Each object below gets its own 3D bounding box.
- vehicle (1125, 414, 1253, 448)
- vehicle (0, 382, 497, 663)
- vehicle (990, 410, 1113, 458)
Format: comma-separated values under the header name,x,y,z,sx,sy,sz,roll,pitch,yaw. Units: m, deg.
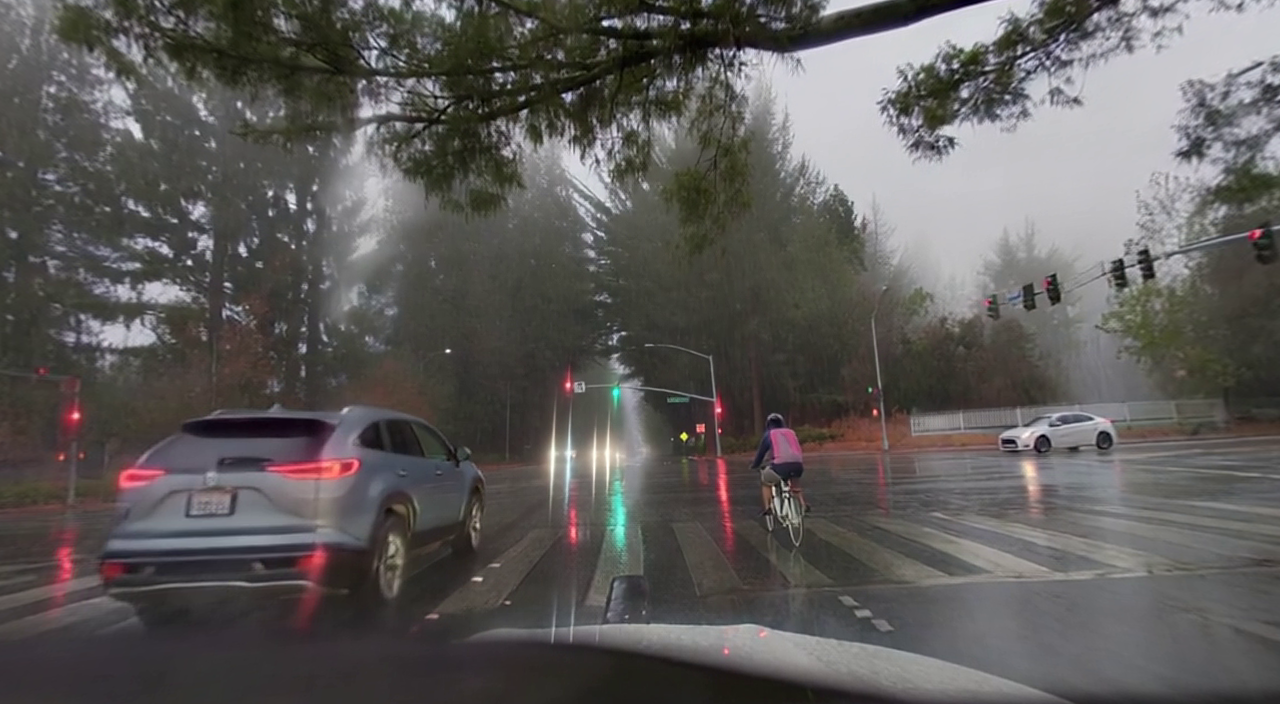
name,x,y,z,sx,sy,sz,roll,pitch,yaw
vehicle,25.736,3.735,29.609,4.716,1.507,1.904,2,-9,-11
vehicle,-3.024,1.408,6.346,2.049,1.756,4.602,0,-8,0
vehicle,18.578,3.727,28.547,4.237,1.948,1.997,0,-9,-9
